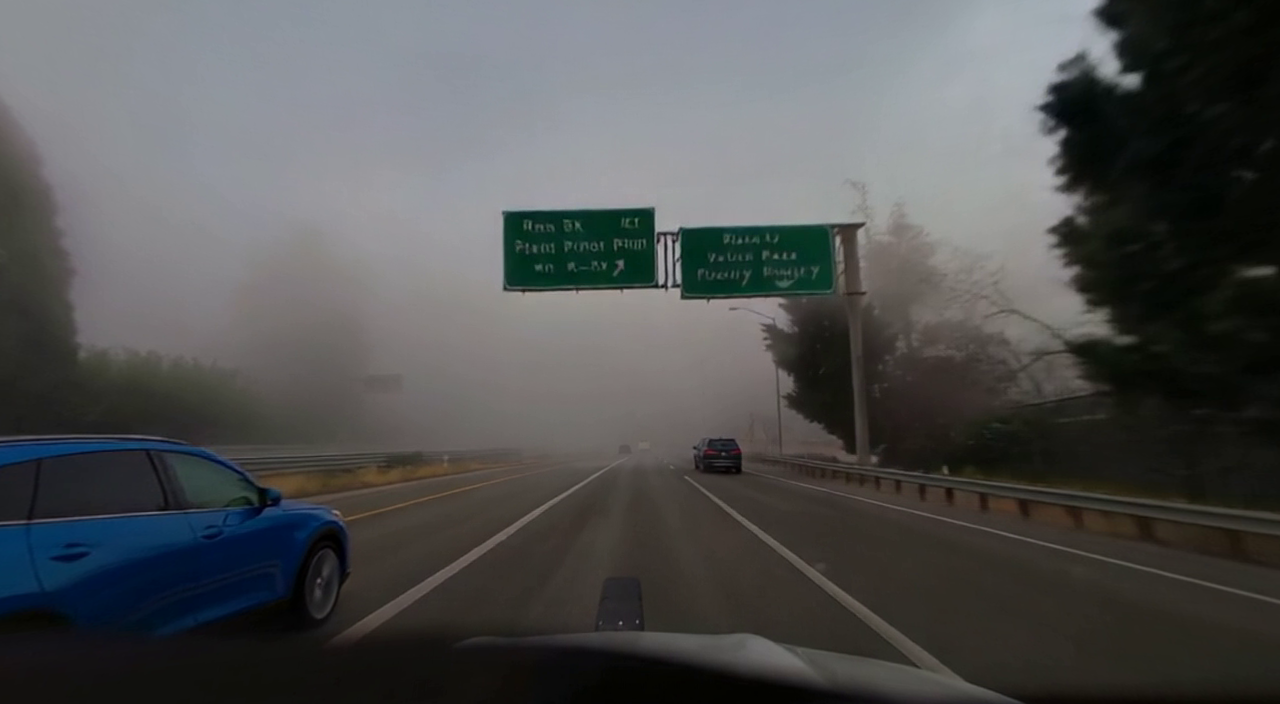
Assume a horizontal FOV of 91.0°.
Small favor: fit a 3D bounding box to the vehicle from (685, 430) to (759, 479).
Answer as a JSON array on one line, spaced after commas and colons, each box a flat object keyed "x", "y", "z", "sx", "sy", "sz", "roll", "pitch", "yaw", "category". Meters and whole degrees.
[{"x": 3.178, "y": 4.143, "z": 25.681, "sx": 2.296, "sy": 1.790, "sz": 5.067, "roll": 0, "pitch": -8, "yaw": -1, "category": "vehicle"}]

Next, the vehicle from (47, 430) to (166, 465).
[{"x": -24.911, "y": 4.493, "z": 29.594, "sx": 1.784, "sy": 1.498, "sz": 3.962, "roll": -1, "pitch": -9, "yaw": 7, "category": "vehicle"}]
